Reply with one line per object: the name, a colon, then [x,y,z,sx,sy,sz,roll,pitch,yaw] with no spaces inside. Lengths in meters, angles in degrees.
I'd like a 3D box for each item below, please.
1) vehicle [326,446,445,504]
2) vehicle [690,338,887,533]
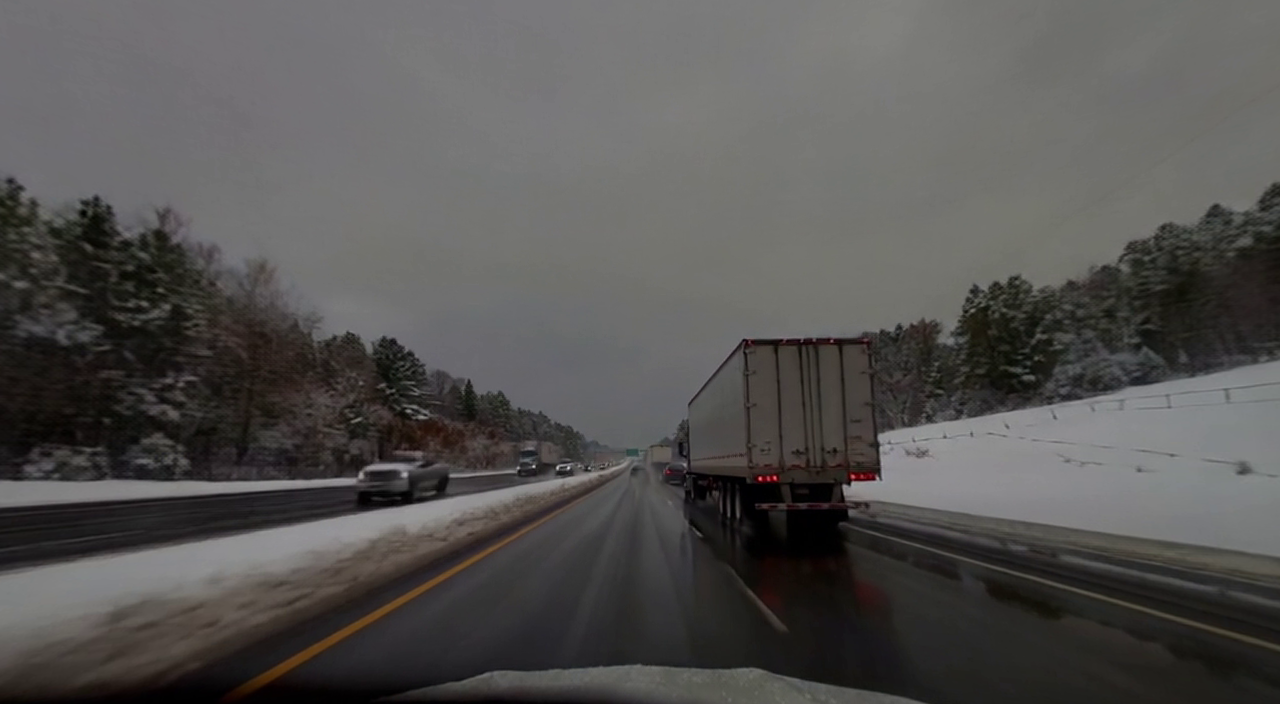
vehicle: [-9.395,4.615,23.850,2.377,1.908,4.959,1,-10,0]
vehicle: [3.645,2.984,20.330,2.863,4.088,14.040,1,-10,0]
